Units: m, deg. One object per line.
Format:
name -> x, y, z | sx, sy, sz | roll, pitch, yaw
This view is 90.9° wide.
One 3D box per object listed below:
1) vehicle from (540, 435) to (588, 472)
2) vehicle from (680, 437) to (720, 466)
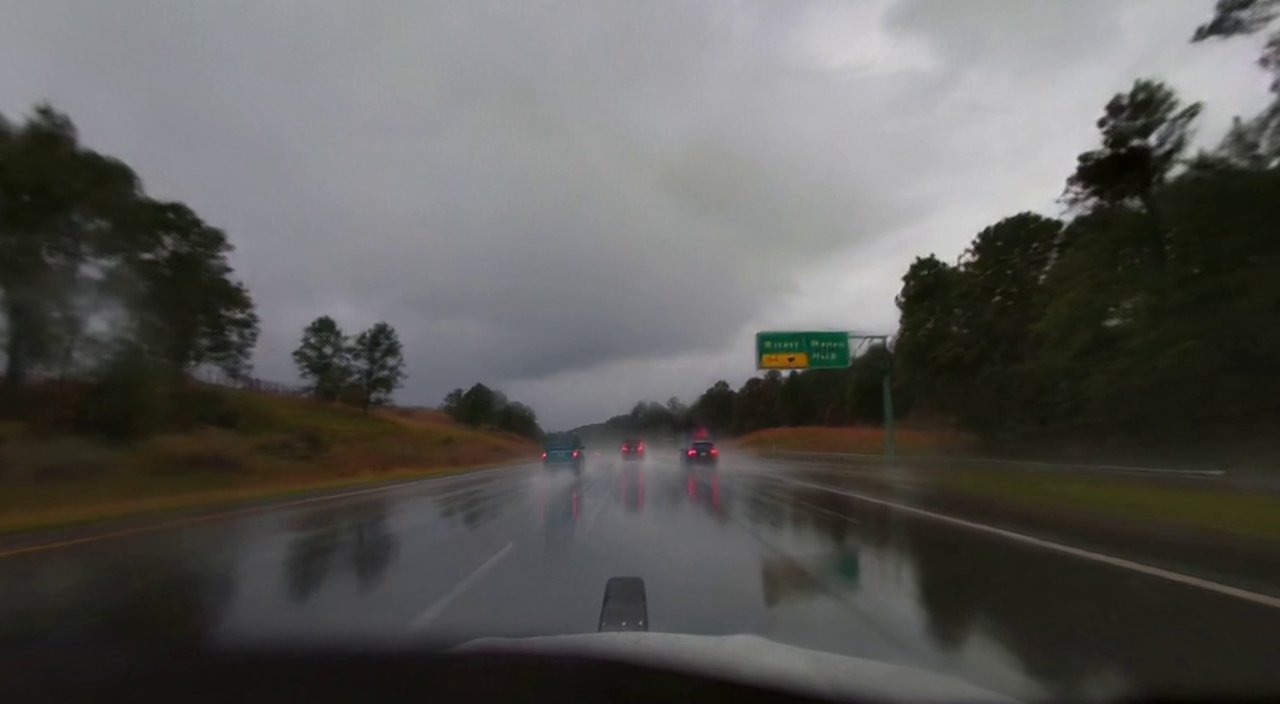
vehicle -> -4.114, 5.570, 34.878 | 2.120, 1.855, 4.619 | 0, -8, 0
vehicle -> 3.780, 6.327, 40.372 | 1.995, 1.712, 4.206 | 0, -8, -2
